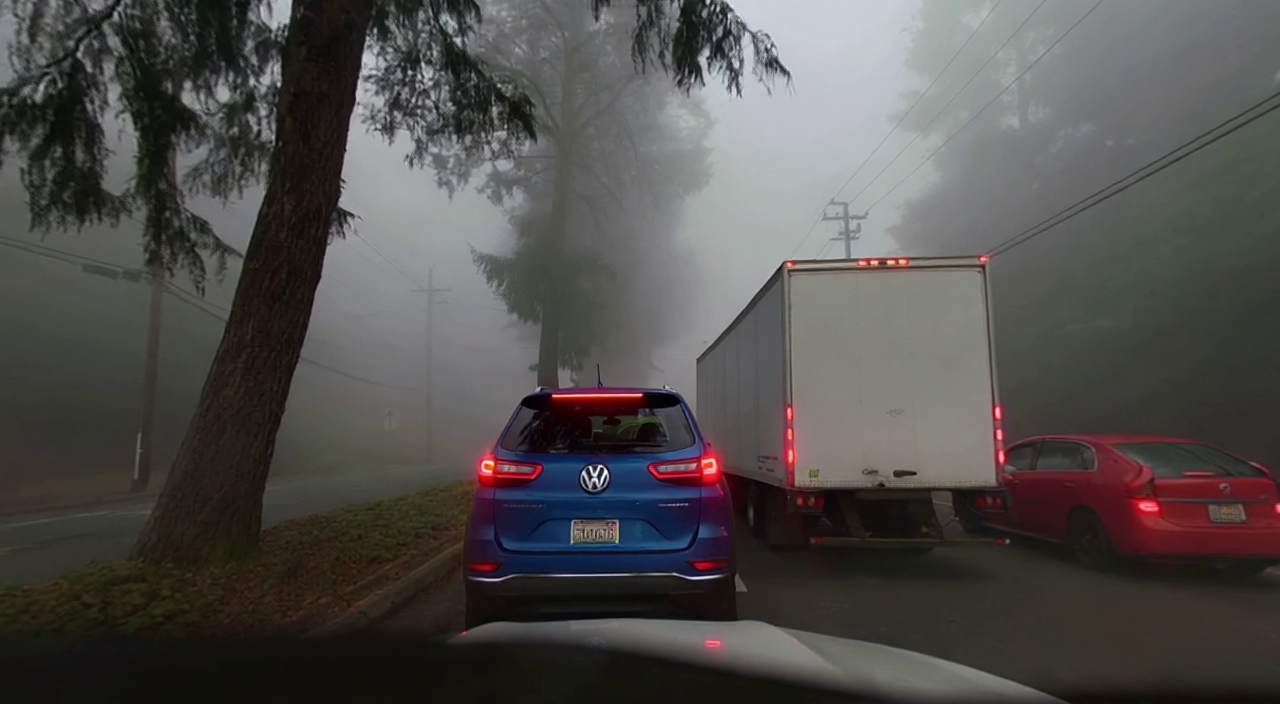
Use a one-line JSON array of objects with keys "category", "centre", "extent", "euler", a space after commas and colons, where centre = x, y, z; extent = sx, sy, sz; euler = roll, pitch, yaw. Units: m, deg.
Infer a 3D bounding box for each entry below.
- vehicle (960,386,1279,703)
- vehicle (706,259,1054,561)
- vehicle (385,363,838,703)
[{"category": "vehicle", "centre": [2.827, 0.751, 1.191], "extent": [1.971, 1.484, 4.728], "euler": [0, -8, 0]}, {"category": "vehicle", "centre": [3.231, 1.264, 11.825], "extent": [2.915, 3.559, 8.848], "euler": [0, -8, -1]}, {"category": "vehicle", "centre": [-0.128, 1.228, 5.136], "extent": [2.114, 1.732, 4.230], "euler": [0, -8, 0]}]
